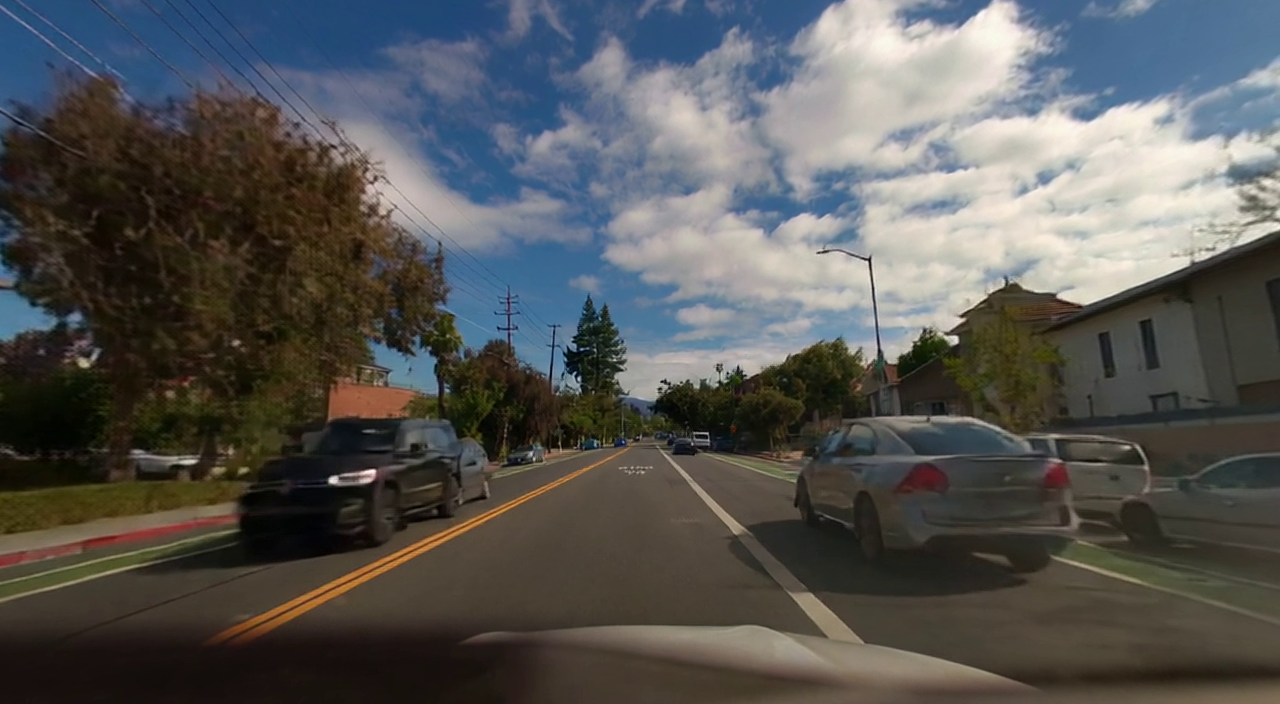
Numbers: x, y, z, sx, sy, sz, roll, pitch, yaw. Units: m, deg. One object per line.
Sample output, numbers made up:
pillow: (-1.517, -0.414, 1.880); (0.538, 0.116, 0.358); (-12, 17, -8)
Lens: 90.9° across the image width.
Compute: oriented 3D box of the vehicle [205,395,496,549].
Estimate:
vehicle: (-4.628, 2.060, 11.560); (2.435, 2.069, 5.772); (-1, -8, 2)

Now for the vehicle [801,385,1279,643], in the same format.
vehicle: (3.300, 1.411, 6.566); (2.004, 1.704, 4.573); (0, -8, 0)

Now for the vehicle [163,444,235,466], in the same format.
vehicle: (-31.719, 7.422, 45.513); (1.746, 1.479, 4.603); (0, -9, 2)

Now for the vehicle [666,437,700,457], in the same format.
vehicle: (3.204, 7.229, 48.038); (2.059, 1.489, 4.629); (0, -8, -2)
